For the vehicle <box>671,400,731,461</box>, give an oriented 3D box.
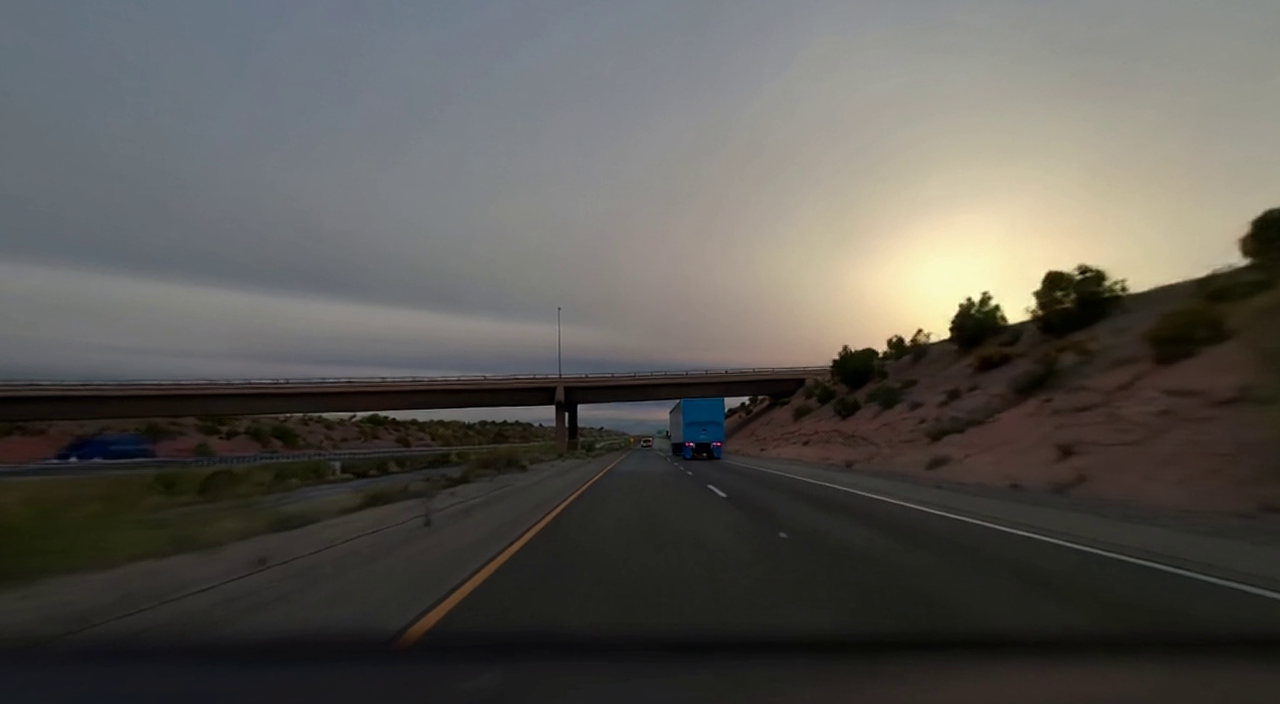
[{"bbox_3d":[4.068,5.630,44.707,3.024,3.834,10.128,0,-8,-1],"label":"vehicle"}]
